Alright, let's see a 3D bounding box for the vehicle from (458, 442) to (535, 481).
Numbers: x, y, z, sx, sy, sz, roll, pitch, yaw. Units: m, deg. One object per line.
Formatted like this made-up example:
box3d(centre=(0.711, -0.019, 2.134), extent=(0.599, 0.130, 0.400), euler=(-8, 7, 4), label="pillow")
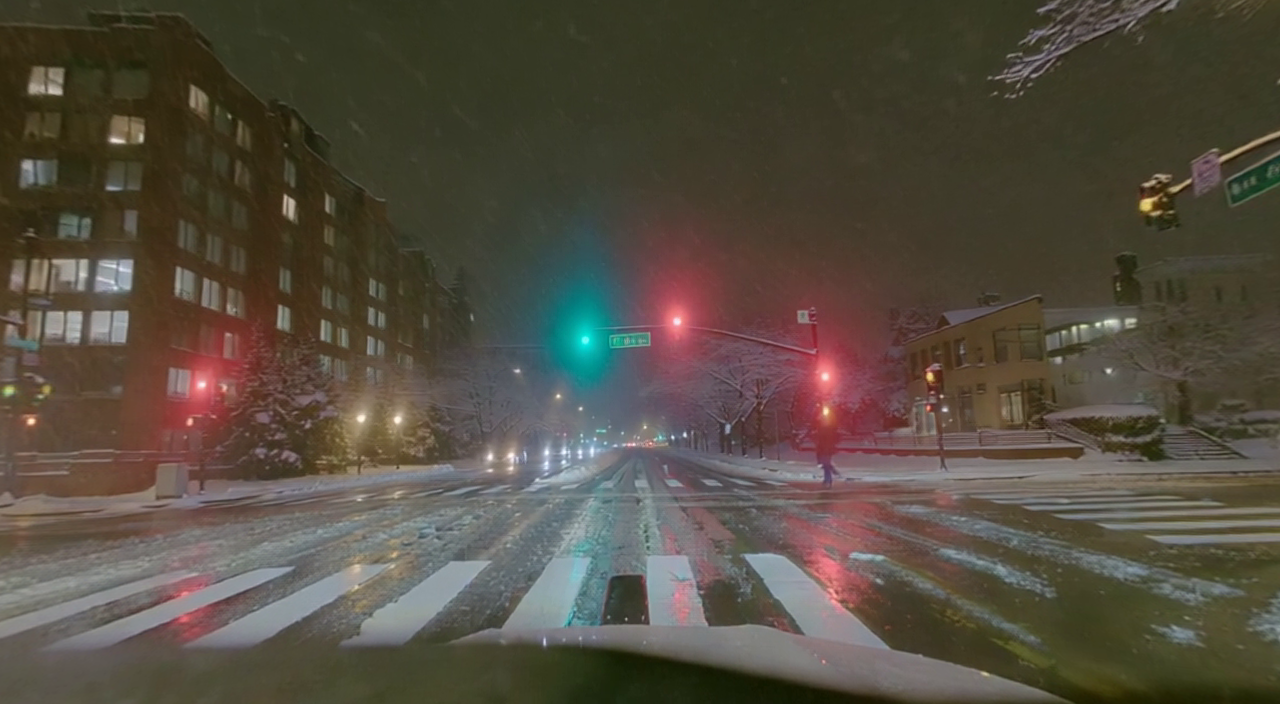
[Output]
box3d(centre=(-5.883, 4.544, 26.482), extent=(2.127, 1.473, 4.428), euler=(0, -8, 1), label="vehicle")
